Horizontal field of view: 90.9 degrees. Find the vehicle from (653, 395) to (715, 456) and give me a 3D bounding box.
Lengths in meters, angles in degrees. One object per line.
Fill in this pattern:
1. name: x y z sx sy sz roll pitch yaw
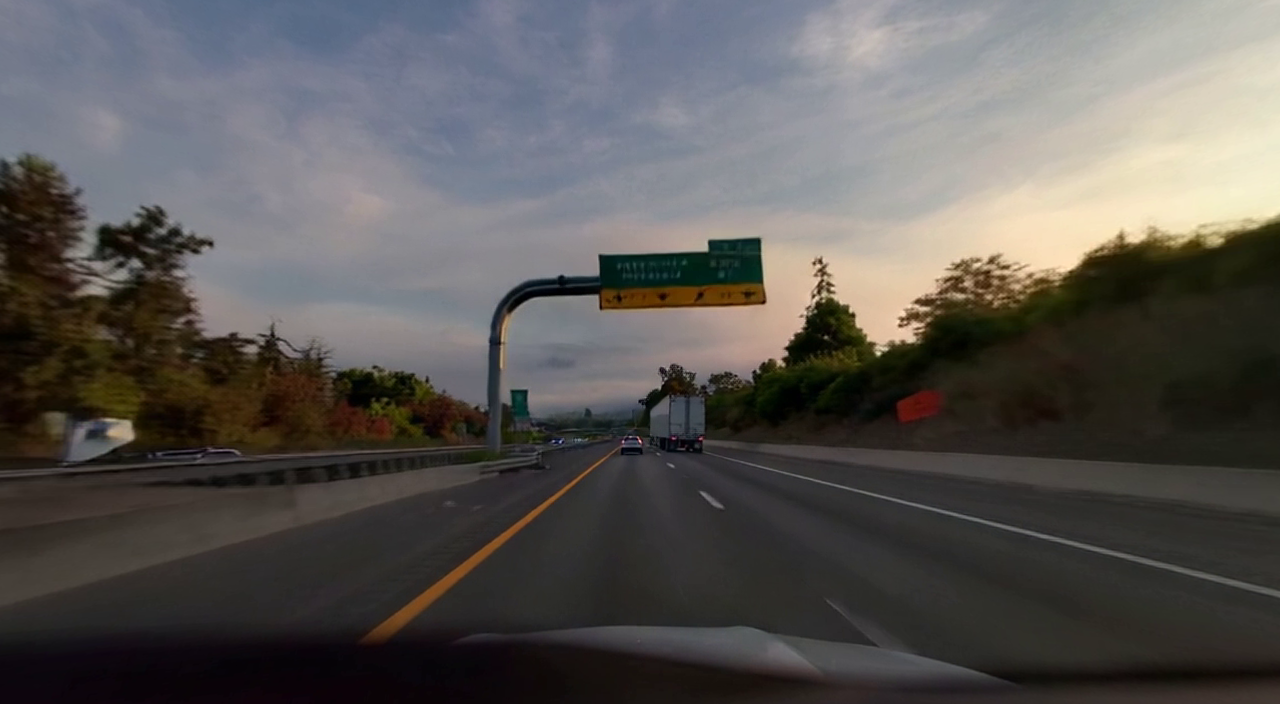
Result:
1. vehicle: 3.087 5.918 49.848 3.376 4.017 16.232 0 -8 -1
